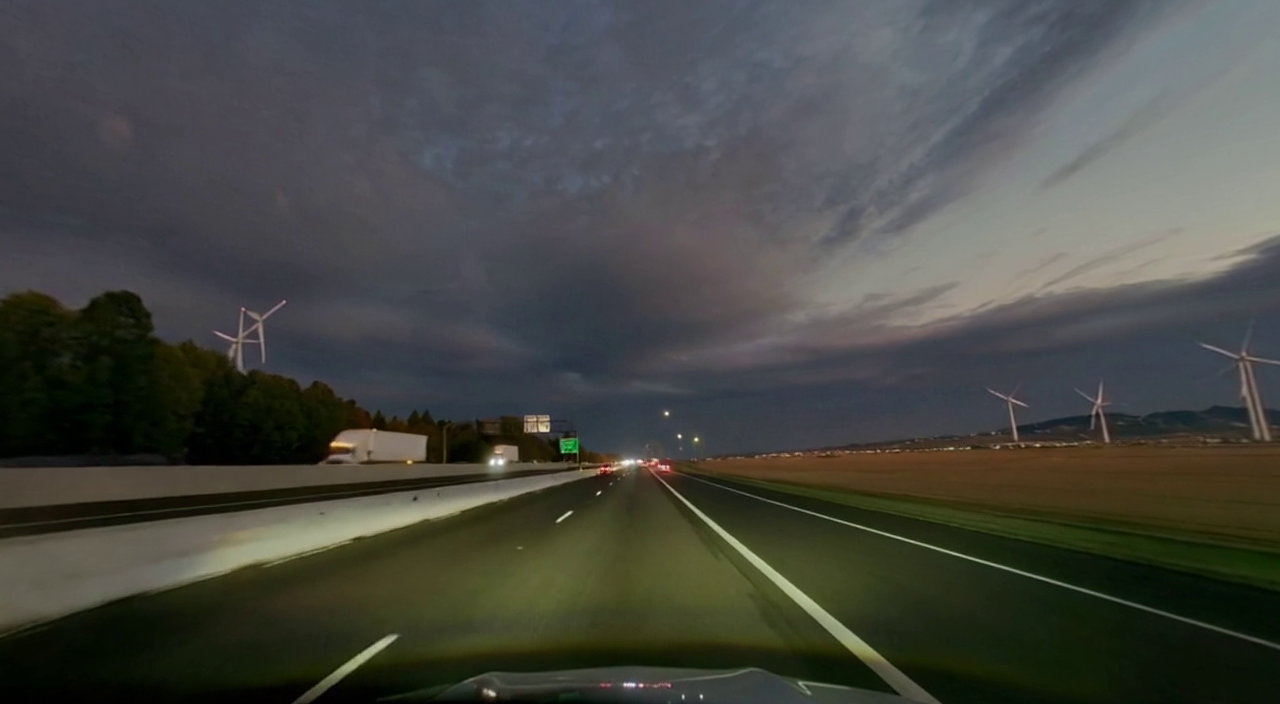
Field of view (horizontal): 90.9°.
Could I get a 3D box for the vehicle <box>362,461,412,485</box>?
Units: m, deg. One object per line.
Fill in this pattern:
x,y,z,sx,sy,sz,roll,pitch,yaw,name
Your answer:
-16.154,7.730,40.366,1.696,1.416,3.605,1,-10,0,vehicle
